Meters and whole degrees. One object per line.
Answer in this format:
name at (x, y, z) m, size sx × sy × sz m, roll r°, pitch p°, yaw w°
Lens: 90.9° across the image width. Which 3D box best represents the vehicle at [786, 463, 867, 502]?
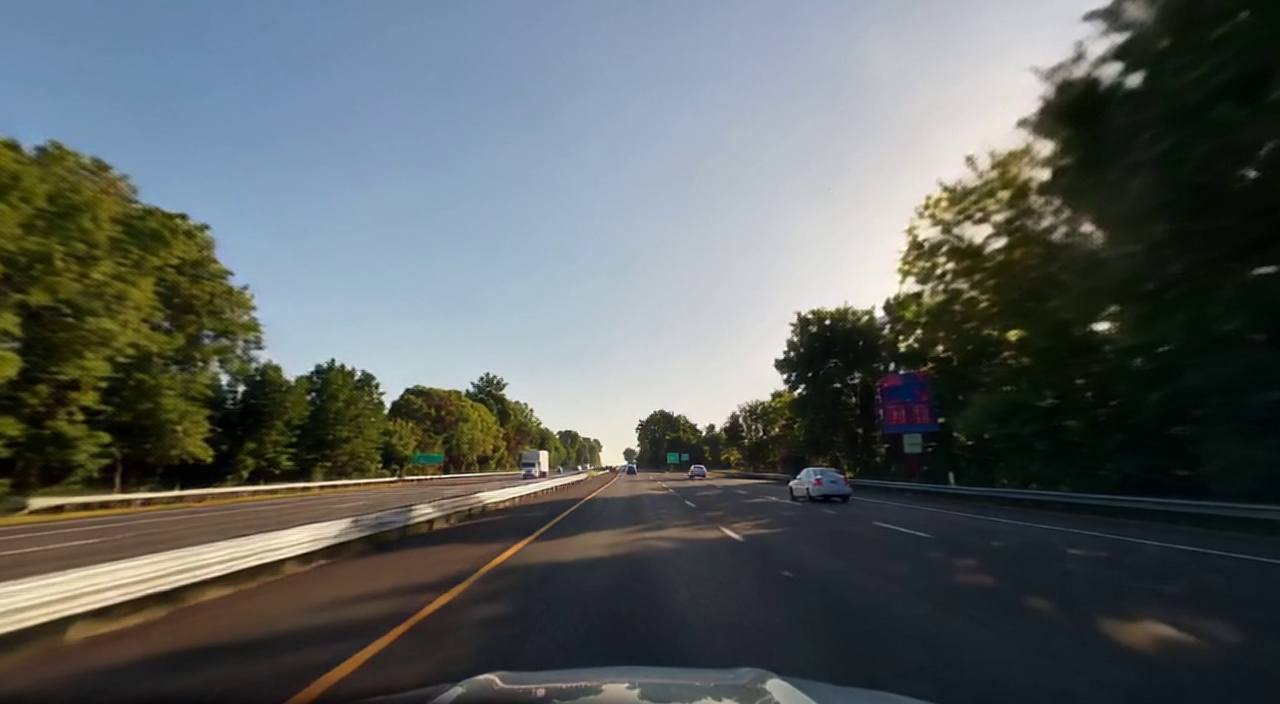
vehicle at (7.827, 5.514, 26.930) m, size 2.024 × 1.476 × 4.352 m, roll 1°, pitch -10°, yaw -1°
